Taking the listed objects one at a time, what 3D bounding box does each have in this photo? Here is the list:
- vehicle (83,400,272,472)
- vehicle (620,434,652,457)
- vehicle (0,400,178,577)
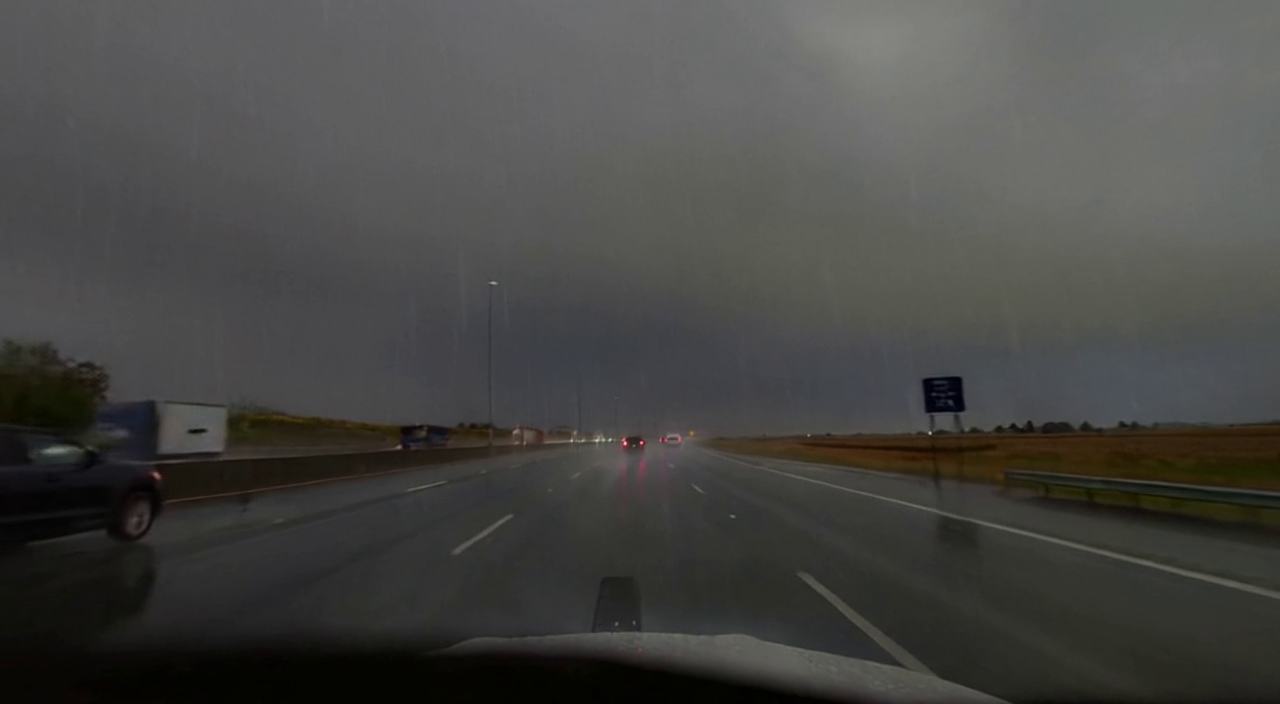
[{"bbox_3d":[-21.538,4.010,30.203,2.751,2.955,8.230,0,-8,0],"label":"vehicle"},{"bbox_3d":[-0.268,6.452,43.551,2.140,1.475,3.969,0,-8,0],"label":"vehicle"},{"bbox_3d":[-6.797,1.241,5.710,1.939,1.601,4.338,0,-8,-1],"label":"vehicle"}]
